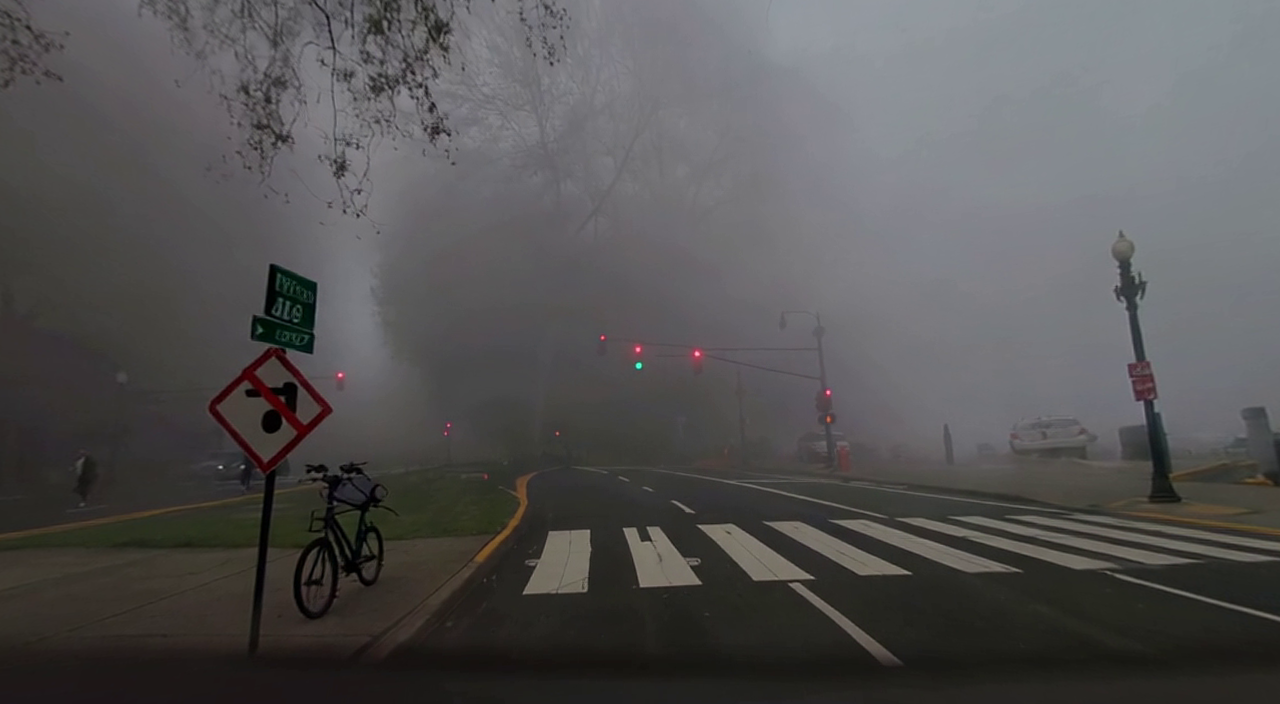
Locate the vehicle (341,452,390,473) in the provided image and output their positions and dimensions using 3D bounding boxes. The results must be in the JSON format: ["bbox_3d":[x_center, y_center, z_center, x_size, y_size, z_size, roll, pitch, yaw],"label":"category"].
[{"bbox_3d":[-21.577,8.638,49.555,2.123,1.544,4.158,8,-11,-43],"label":"vehicle"}]

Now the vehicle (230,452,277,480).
[{"bbox_3d":[-28.206,8.225,46.050,2.199,1.838,4.222,6,-10,-40],"label":"vehicle"}]
